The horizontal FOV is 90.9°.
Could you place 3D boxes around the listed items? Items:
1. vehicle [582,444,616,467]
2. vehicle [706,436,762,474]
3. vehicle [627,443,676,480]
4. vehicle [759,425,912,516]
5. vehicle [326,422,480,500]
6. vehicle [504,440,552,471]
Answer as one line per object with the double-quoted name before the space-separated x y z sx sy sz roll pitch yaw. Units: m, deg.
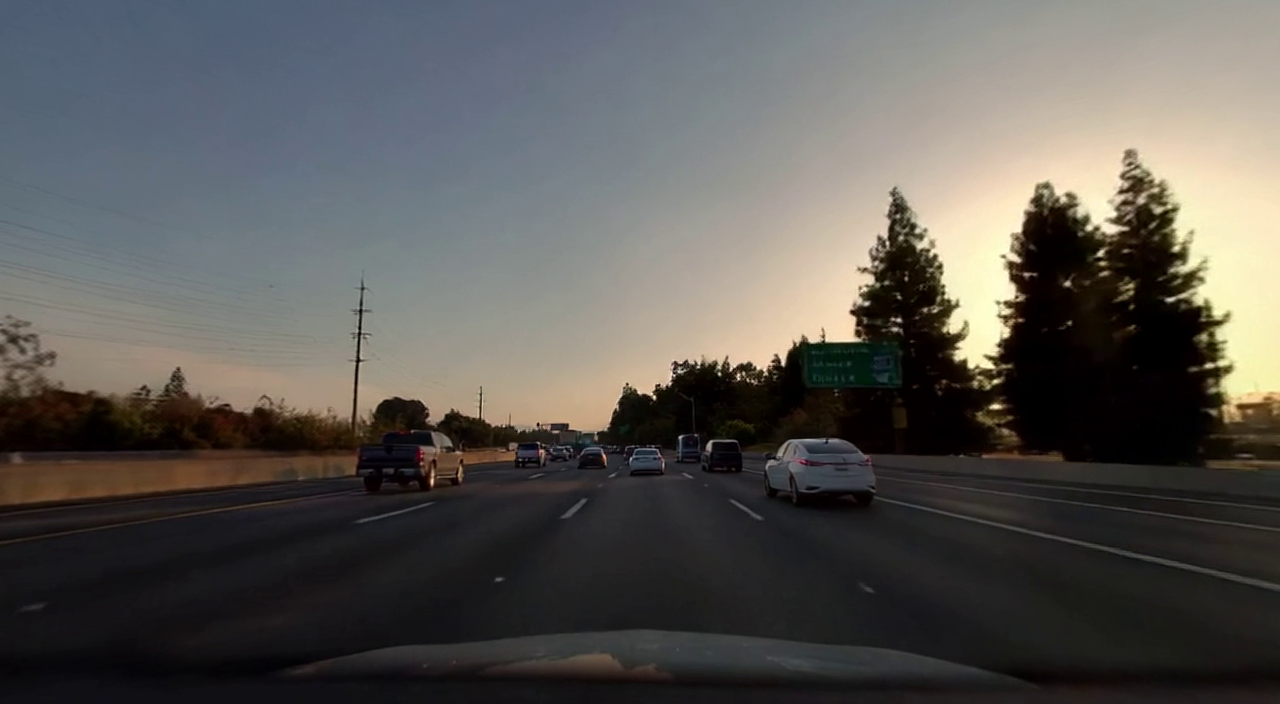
"vehicle" -2.712 6.991 42.683 1.904 1.479 4.274 0 -9 1
"vehicle" 4.678 5.212 32.033 2.195 1.778 4.455 0 -9 0
"vehicle" 0.469 4.703 27.288 1.966 1.444 3.986 0 -9 1
"vehicle" 4.105 2.563 14.119 2.002 1.691 4.290 0 -9 0
"vehicle" -6.696 3.163 18.787 2.269 1.936 5.777 0 -9 1
"vehicle" -6.528 6.081 37.262 1.978 1.680 4.263 0 -9 1
